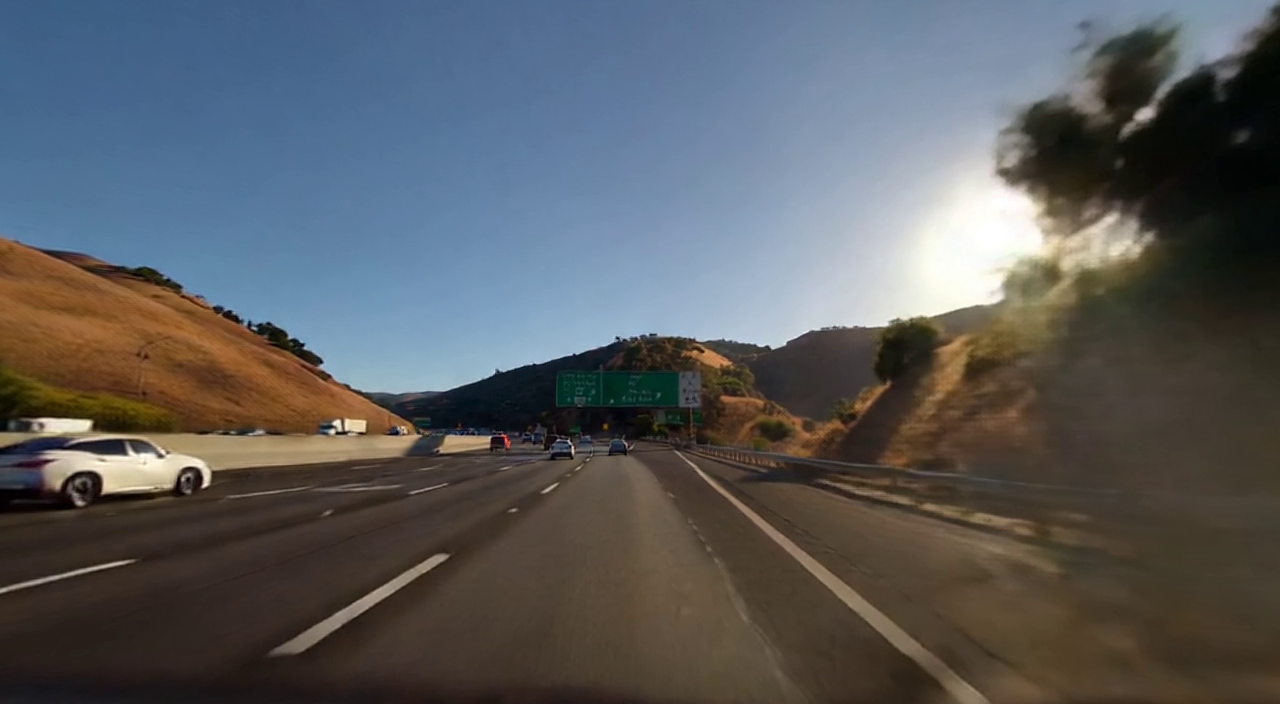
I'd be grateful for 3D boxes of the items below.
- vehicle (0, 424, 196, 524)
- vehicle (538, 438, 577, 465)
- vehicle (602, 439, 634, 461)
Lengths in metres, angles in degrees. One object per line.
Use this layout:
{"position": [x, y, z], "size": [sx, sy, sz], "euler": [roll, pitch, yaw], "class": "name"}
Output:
{"position": [-11.641, 2.366, 12.763], "size": [2.047, 1.645, 4.451], "euler": [0, -9, 0], "class": "vehicle"}
{"position": [-5.301, 6.483, 41.120], "size": [2.060, 1.631, 4.214], "euler": [0, -9, -1], "class": "vehicle"}
{"position": [-1.705, 7.602, 49.063], "size": [2.421, 1.594, 4.248], "euler": [0, -9, -2], "class": "vehicle"}
